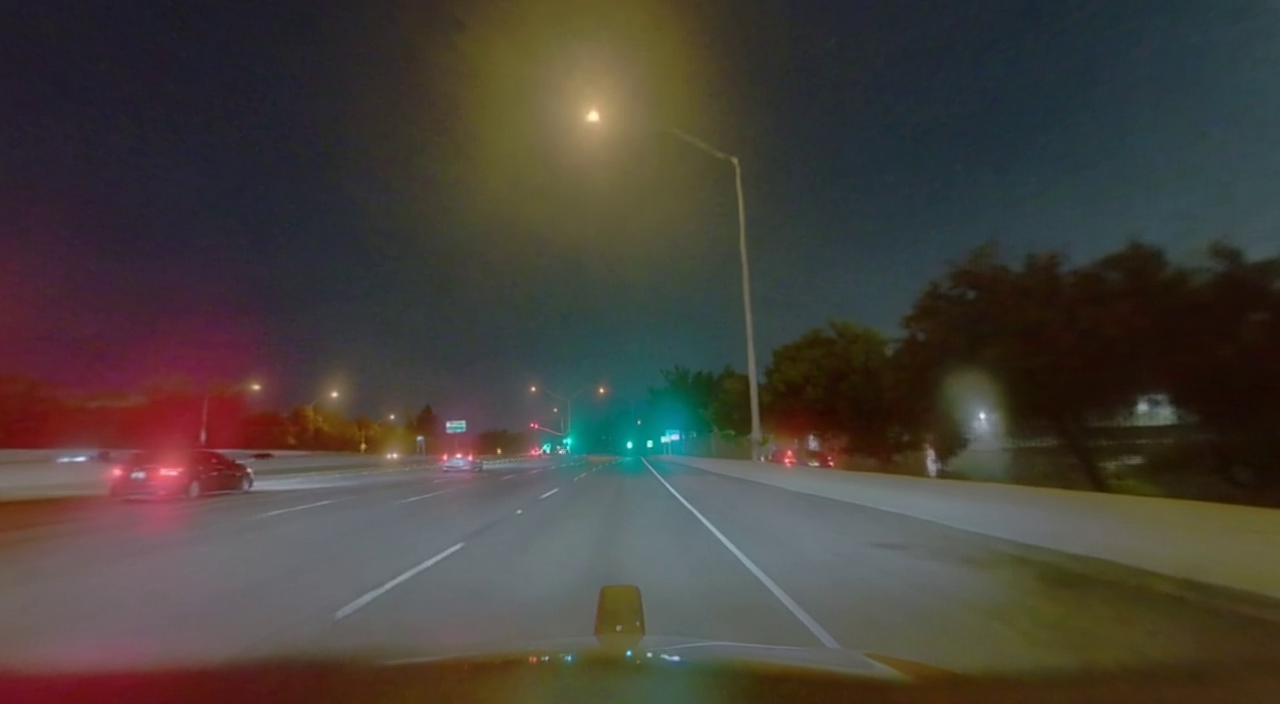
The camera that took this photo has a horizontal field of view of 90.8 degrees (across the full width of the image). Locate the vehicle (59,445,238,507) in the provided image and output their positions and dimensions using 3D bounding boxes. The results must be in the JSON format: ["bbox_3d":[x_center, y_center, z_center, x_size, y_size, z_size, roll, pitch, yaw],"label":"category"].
[{"bbox_3d":[-13.956,3.495,18.371,1.829,1.520,4.505,0,-8,-4],"label":"vehicle"}]

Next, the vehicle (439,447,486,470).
[{"bbox_3d":[-12.508,7.511,44.741,2.271,1.537,4.029,0,-8,-3],"label":"vehicle"}]
